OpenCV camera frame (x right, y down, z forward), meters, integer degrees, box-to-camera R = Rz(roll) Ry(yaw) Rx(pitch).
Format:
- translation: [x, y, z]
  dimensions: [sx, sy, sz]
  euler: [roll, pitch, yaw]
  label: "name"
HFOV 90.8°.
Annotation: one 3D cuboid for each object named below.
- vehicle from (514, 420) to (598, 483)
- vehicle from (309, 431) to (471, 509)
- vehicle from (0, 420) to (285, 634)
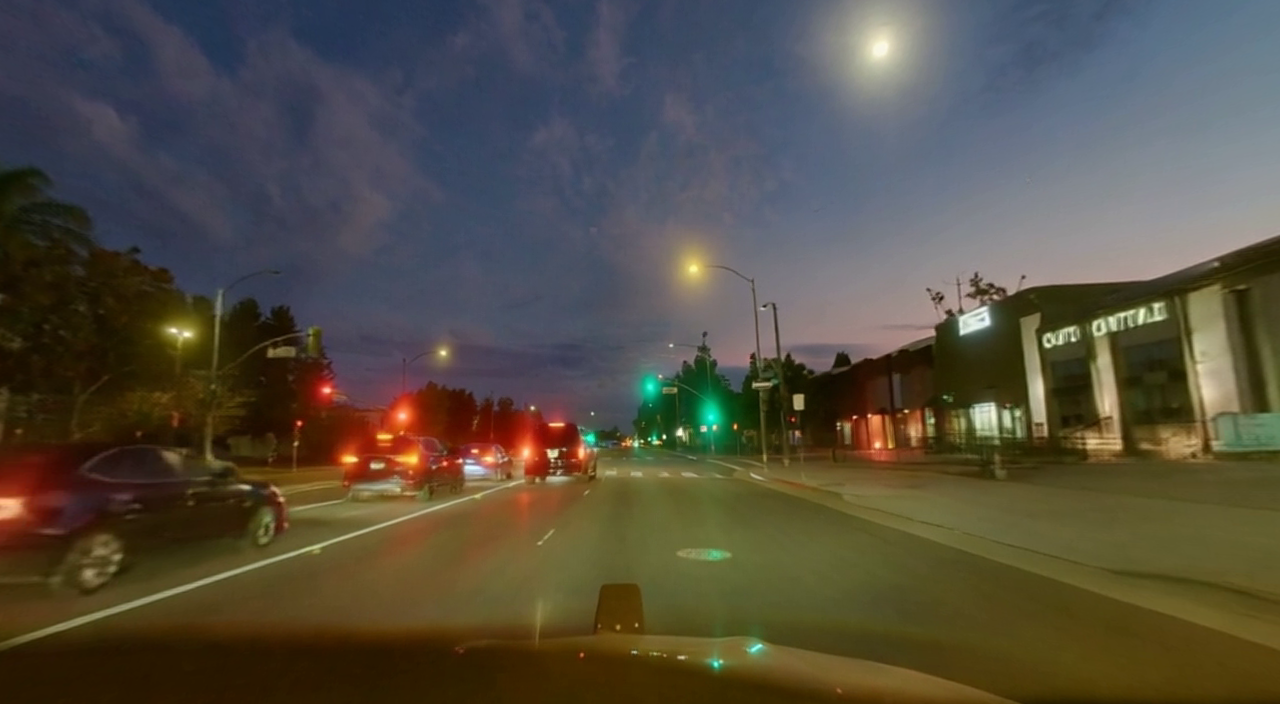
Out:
- translation: [-3.074, 3.812, 24.495]
  dimensions: [2.496, 2.155, 5.468]
  euler: [0, -8, 0]
  label: "vehicle"
- translation: [-6.024, 2.884, 15.983]
  dimensions: [2.228, 1.652, 4.593]
  euler: [0, -8, 0]
  label: "vehicle"
- translation: [-5.692, 1.566, 6.567]
  dimensions: [1.889, 1.572, 3.599]
  euler: [0, -8, 0]
  label: "vehicle"
